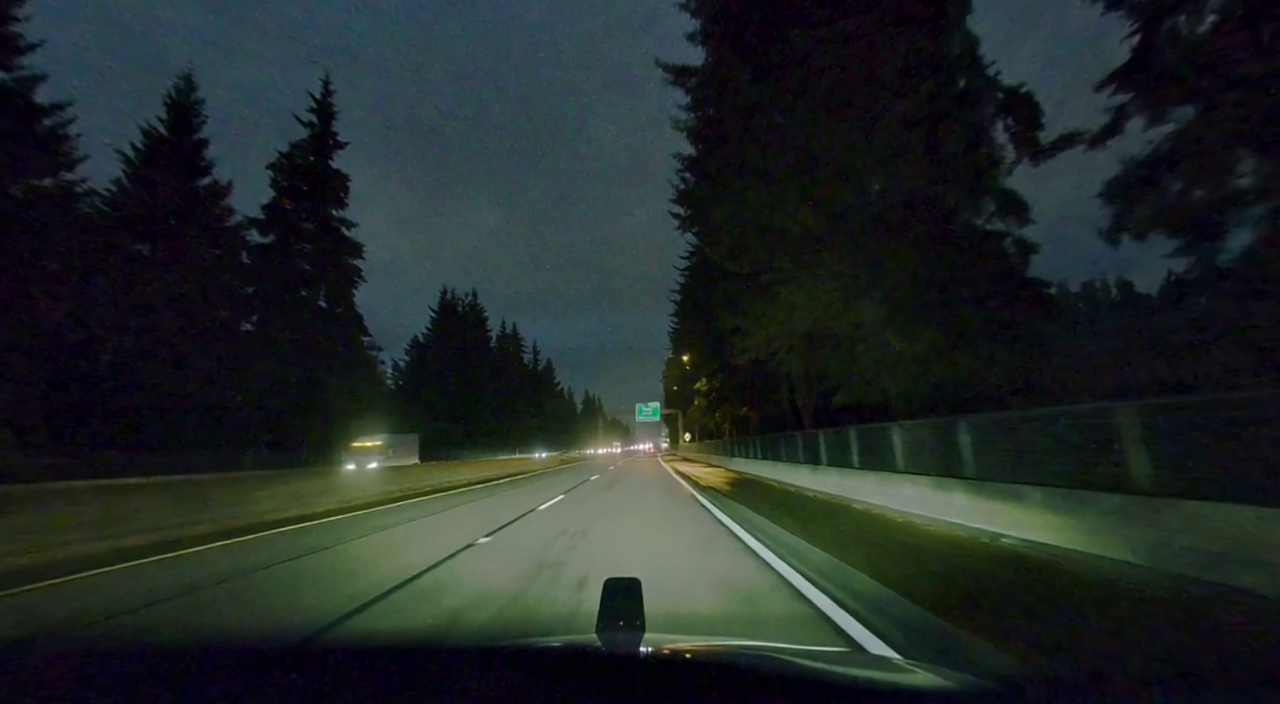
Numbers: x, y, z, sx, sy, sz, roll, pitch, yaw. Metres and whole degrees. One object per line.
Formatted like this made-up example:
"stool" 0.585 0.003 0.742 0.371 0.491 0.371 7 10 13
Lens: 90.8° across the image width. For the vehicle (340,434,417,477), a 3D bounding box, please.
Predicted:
"vehicle" -17.271 6.869 42.067 2.295 2.600 6.283 0 -9 1
